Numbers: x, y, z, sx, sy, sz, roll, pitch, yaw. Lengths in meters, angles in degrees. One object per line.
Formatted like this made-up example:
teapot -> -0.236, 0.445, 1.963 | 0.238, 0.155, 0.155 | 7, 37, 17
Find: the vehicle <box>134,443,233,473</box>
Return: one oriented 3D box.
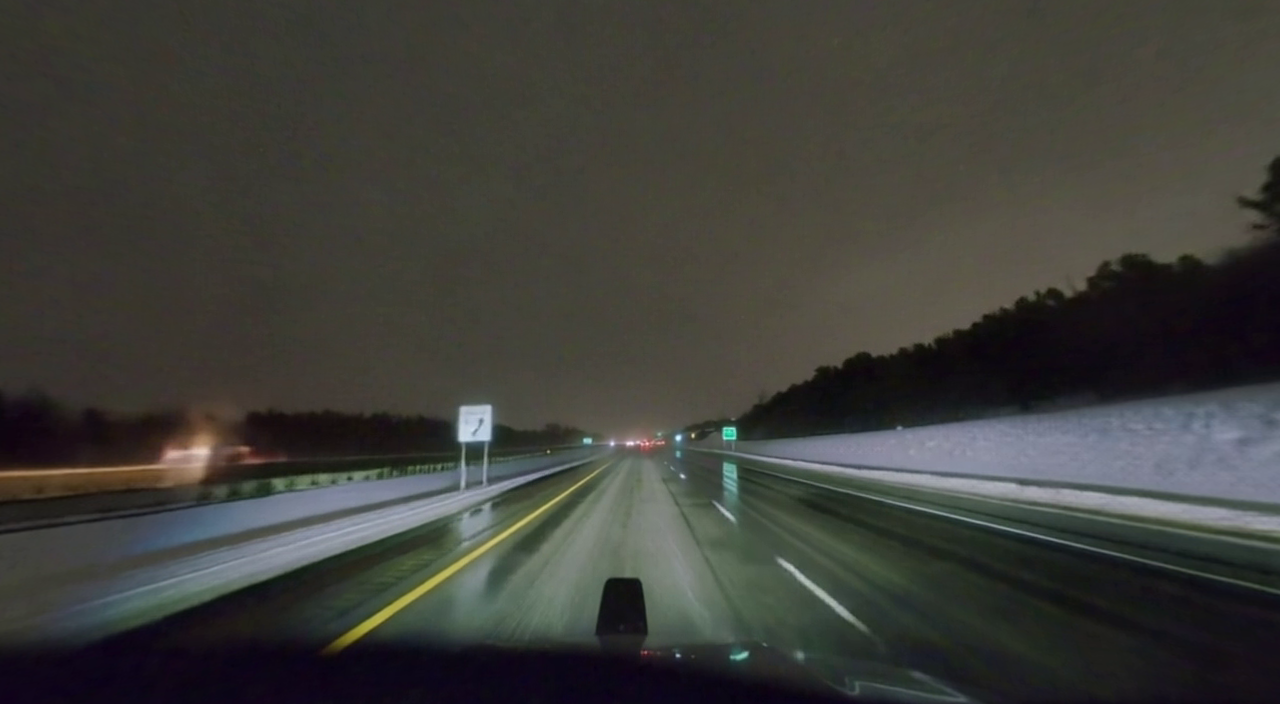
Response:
vehicle -> -29.254, 6.791, 40.721 | 2.159, 1.797, 5.610 | 0, -8, 1
